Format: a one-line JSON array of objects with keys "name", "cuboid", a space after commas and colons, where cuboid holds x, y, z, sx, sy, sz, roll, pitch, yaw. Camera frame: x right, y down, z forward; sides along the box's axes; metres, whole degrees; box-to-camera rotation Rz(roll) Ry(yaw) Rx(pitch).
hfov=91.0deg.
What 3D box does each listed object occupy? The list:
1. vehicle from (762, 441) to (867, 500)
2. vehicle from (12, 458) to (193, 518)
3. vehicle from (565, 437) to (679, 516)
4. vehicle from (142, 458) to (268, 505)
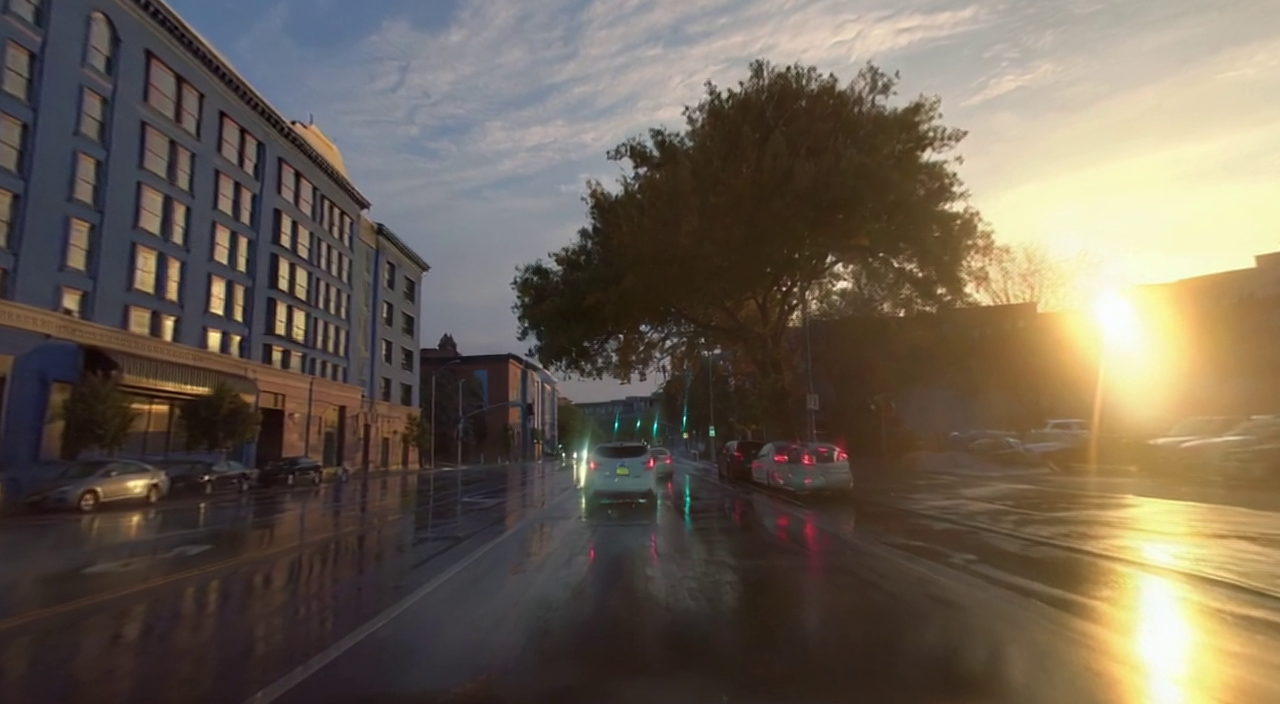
[{"name": "vehicle", "cuboid": [4.945, 3.401, 18.486, 1.832, 1.491, 4.054, 1, -9, -1]}, {"name": "vehicle", "cuboid": [-17.622, 4.441, 21.040, 1.909, 1.658, 4.559, 0, -9, 2]}, {"name": "vehicle", "cuboid": [-0.355, 2.772, 14.474, 2.230, 1.518, 4.113, 0, -9, 0]}, {"name": "vehicle", "cuboid": [-17.876, 5.302, 26.211, 2.011, 1.727, 4.449, 1, -9, 0]}]
